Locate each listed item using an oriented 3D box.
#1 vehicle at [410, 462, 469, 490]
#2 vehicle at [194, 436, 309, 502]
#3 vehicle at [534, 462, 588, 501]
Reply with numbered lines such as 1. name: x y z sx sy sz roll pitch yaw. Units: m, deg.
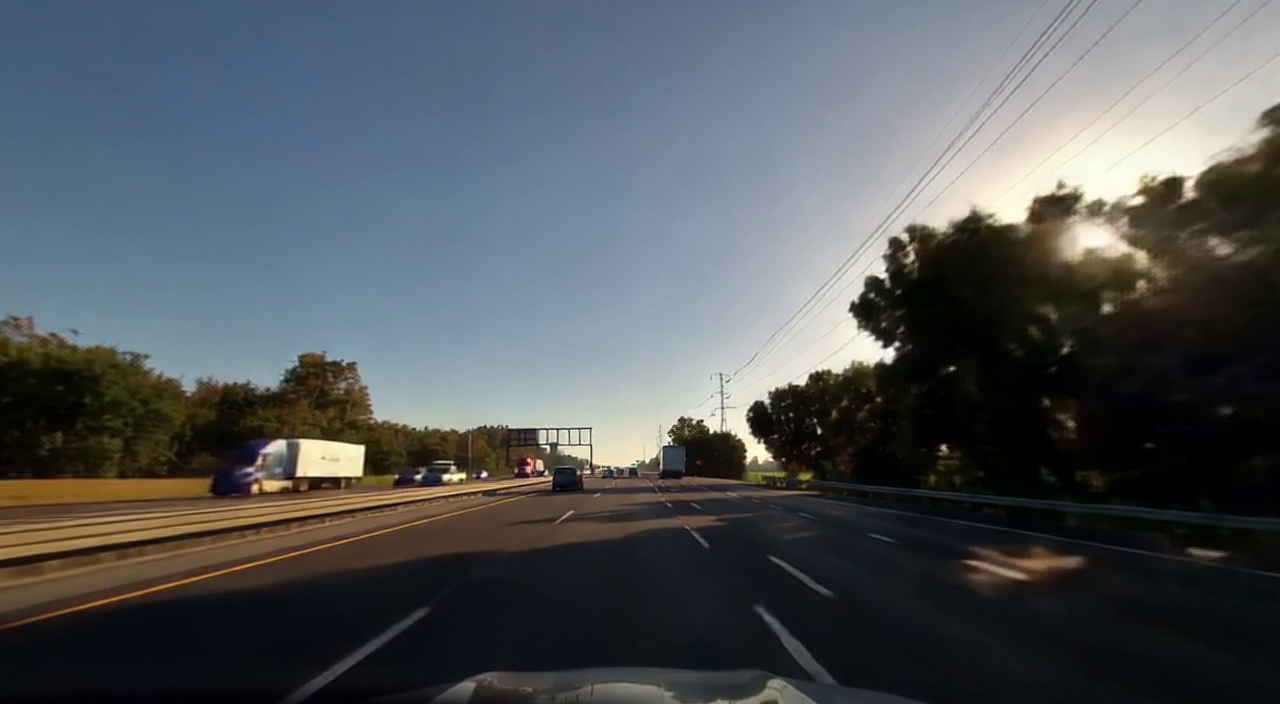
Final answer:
1. vehicle: -12.245 7.626 38.773 2.013 1.575 4.759 1 -11 0
2. vehicle: -23.452 7.136 38.526 2.967 3.641 5.986 1 -11 0
3. vehicle: -3.519 5.856 28.749 1.942 1.597 3.943 1 -11 0
